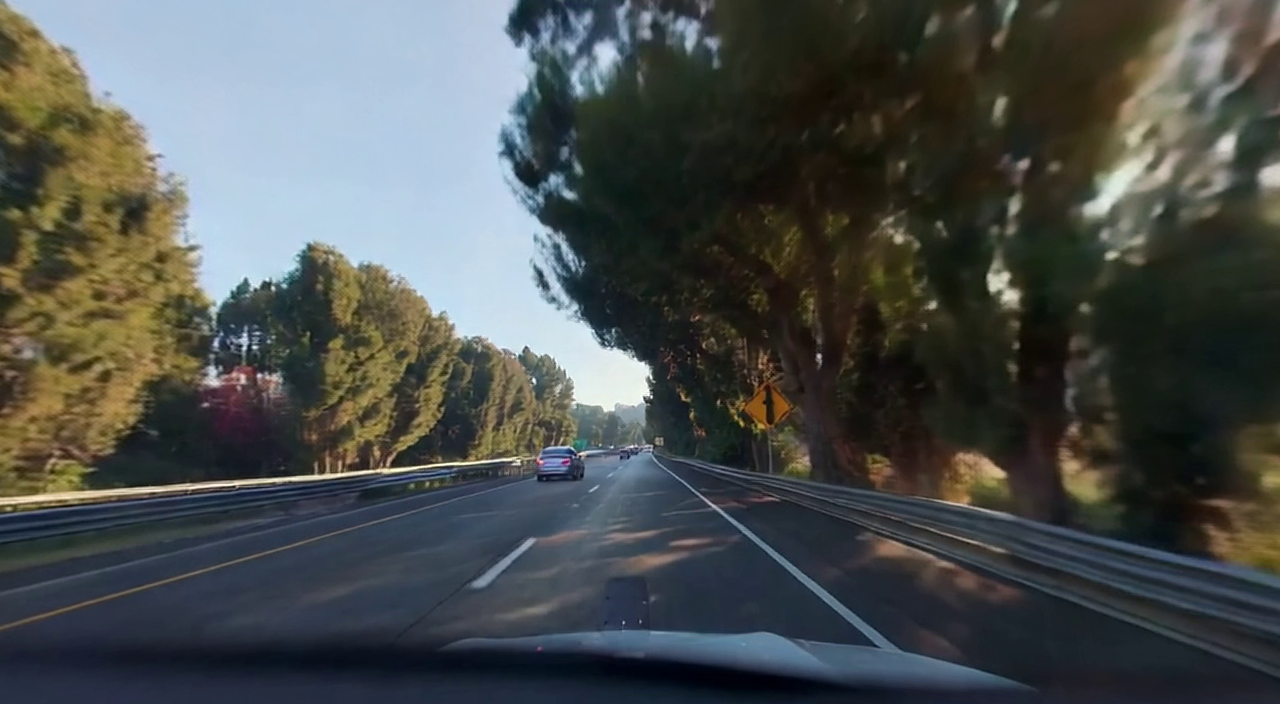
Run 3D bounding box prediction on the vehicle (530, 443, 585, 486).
[{"bbox_3d":[-3.178,4.403,24.912,1.675,1.537,3.574,0,-9,1],"label":"vehicle"}]
